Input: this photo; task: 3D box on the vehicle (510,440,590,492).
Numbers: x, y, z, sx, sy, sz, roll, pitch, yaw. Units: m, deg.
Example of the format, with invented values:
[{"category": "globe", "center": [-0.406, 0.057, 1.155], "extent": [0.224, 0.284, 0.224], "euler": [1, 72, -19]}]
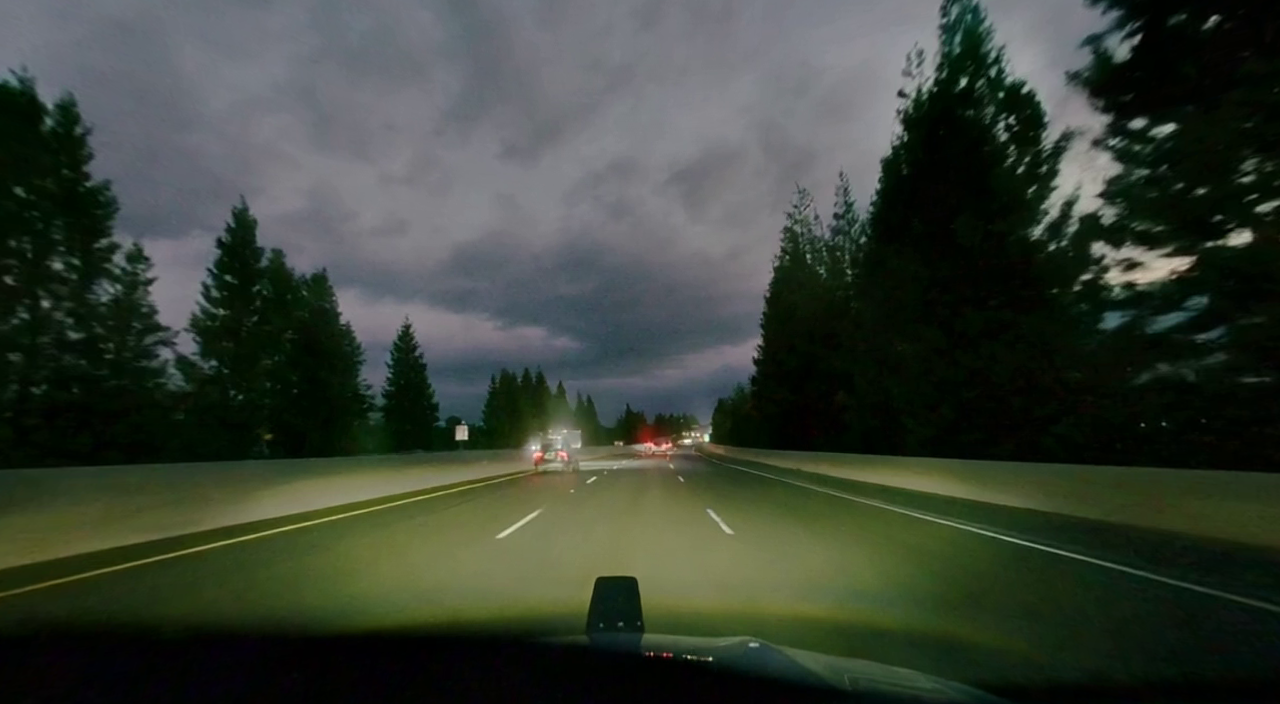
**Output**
[{"category": "vehicle", "center": [-2.919, 3.822, 21.445], "extent": [1.959, 1.571, 4.313], "euler": [-1, -9, 2]}]

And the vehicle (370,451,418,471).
[{"category": "vehicle", "center": [-18.553, 8.253, 47.721], "extent": [2.031, 1.420, 3.675], "euler": [-1, -9, 2]}]
